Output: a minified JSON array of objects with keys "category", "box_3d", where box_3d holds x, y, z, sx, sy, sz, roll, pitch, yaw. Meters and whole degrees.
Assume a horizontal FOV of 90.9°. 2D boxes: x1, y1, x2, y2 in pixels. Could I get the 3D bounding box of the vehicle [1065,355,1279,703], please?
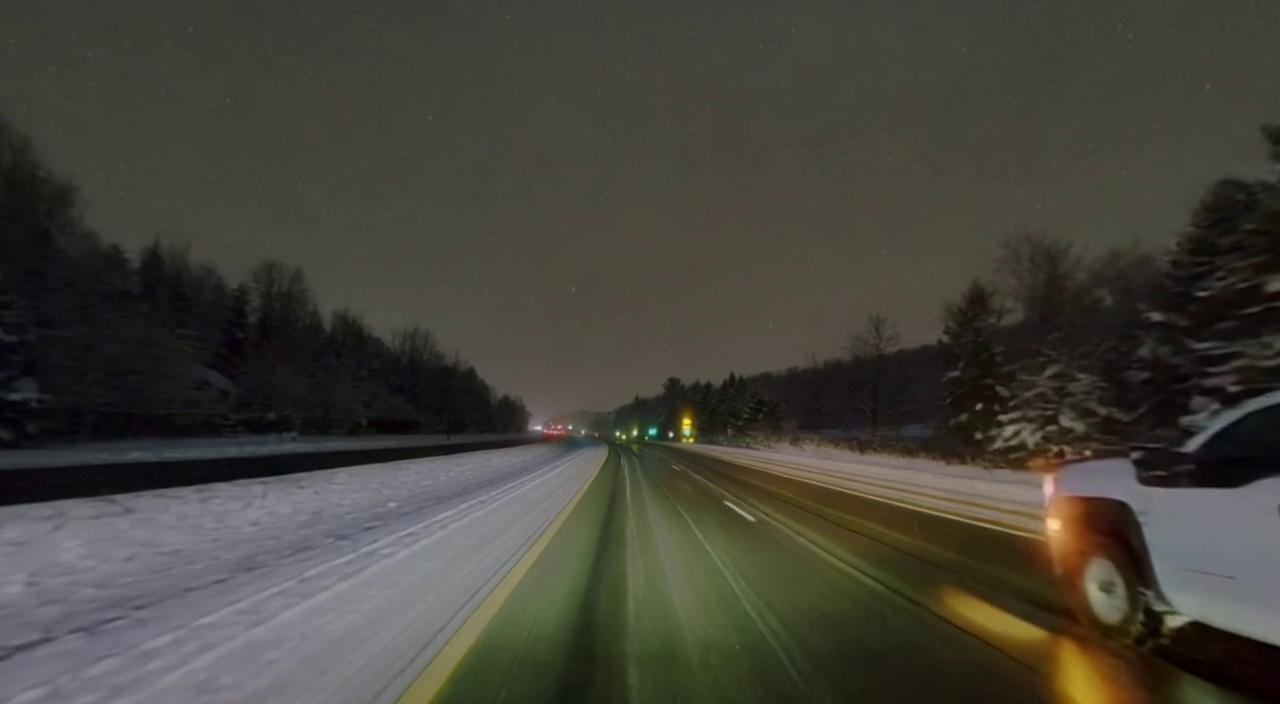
[{"category":"vehicle","box_3d":[3.729,0.734,1.903,1.941,1.655,4.137,0,-8,-1]}]
